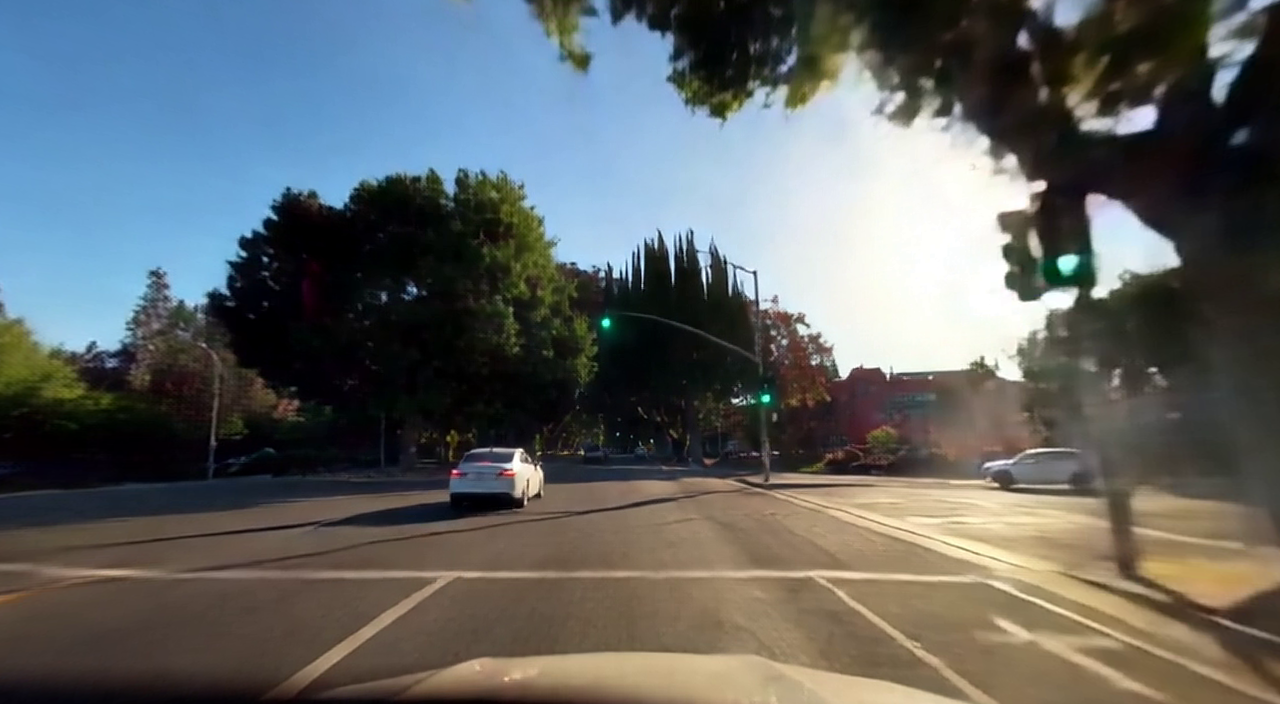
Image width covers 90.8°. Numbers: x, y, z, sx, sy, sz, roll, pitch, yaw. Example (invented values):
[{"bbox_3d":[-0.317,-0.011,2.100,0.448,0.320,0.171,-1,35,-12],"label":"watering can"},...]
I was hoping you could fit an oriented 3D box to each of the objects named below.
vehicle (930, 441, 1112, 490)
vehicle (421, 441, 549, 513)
[{"bbox_3d":[12.076,3.605,20.214,4.632,1.473,1.889,1,-8,-3],"label":"vehicle"},{"bbox_3d":[-3.541,2.922,15.364,1.968,1.459,4.433,0,-8,0],"label":"vehicle"}]
